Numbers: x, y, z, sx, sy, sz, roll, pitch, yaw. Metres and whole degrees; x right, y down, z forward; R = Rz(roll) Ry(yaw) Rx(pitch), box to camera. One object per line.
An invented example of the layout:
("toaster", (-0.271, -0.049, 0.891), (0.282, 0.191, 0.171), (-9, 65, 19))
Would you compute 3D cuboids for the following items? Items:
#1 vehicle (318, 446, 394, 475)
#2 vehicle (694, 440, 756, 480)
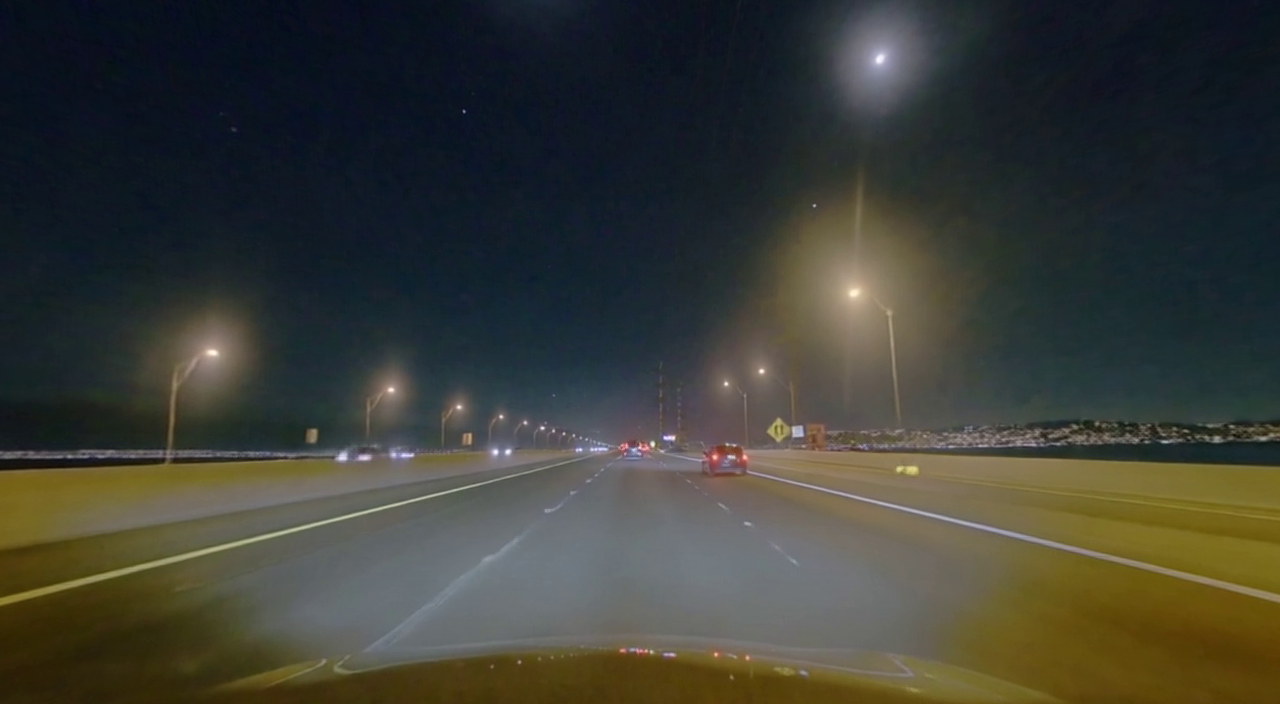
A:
("vehicle", (-15.353, 5.853, 34.434), (1.903, 1.480, 4.717), (0, -8, 0))
("vehicle", (3.466, 4.485, 26.551), (1.890, 1.490, 4.373), (0, -8, -1))
